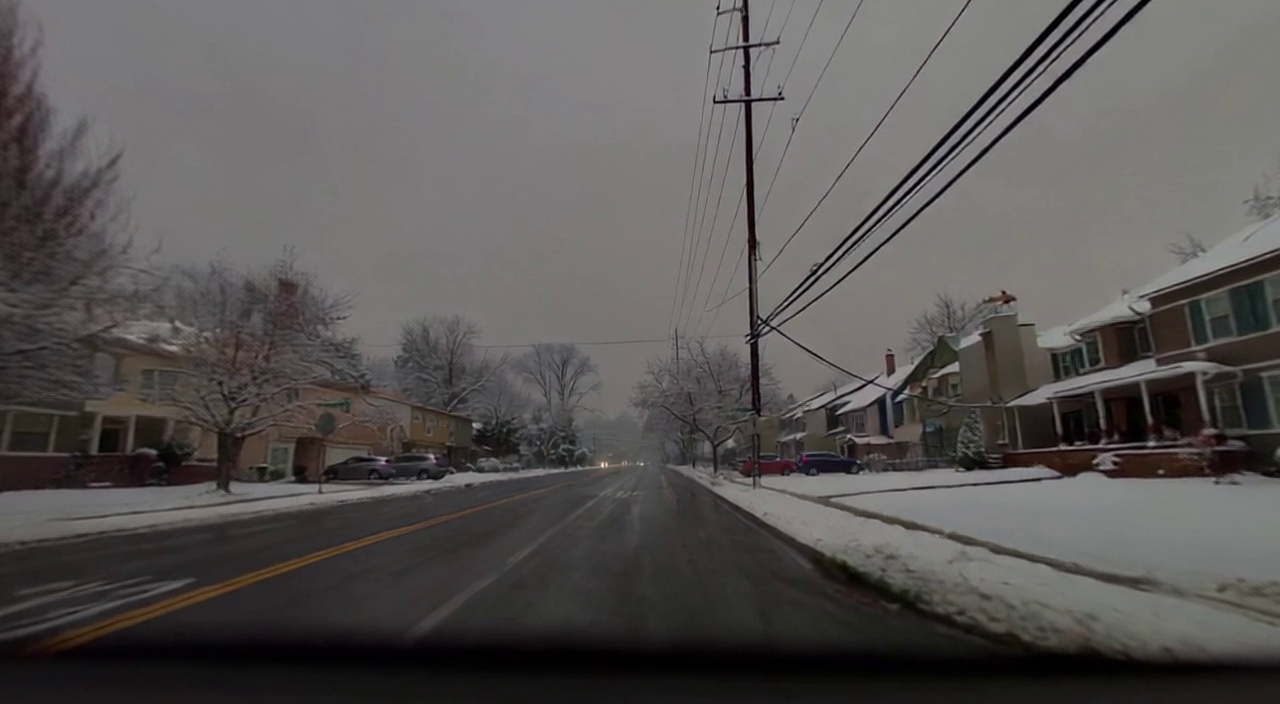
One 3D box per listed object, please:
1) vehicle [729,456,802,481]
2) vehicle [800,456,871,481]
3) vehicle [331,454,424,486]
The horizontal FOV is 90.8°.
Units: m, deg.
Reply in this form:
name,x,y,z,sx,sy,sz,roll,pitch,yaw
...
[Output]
name,x,y,z,sx,sy,sz,roll,pitch,yaw
vehicle,9.270,8.644,46.858,4.952,1.775,2.089,0,-10,1
vehicle,12.986,7.781,42.244,4.122,1.610,1.888,0,-9,2
vehicle,-15.177,6.830,36.656,4.500,1.714,1.924,-1,-10,7
